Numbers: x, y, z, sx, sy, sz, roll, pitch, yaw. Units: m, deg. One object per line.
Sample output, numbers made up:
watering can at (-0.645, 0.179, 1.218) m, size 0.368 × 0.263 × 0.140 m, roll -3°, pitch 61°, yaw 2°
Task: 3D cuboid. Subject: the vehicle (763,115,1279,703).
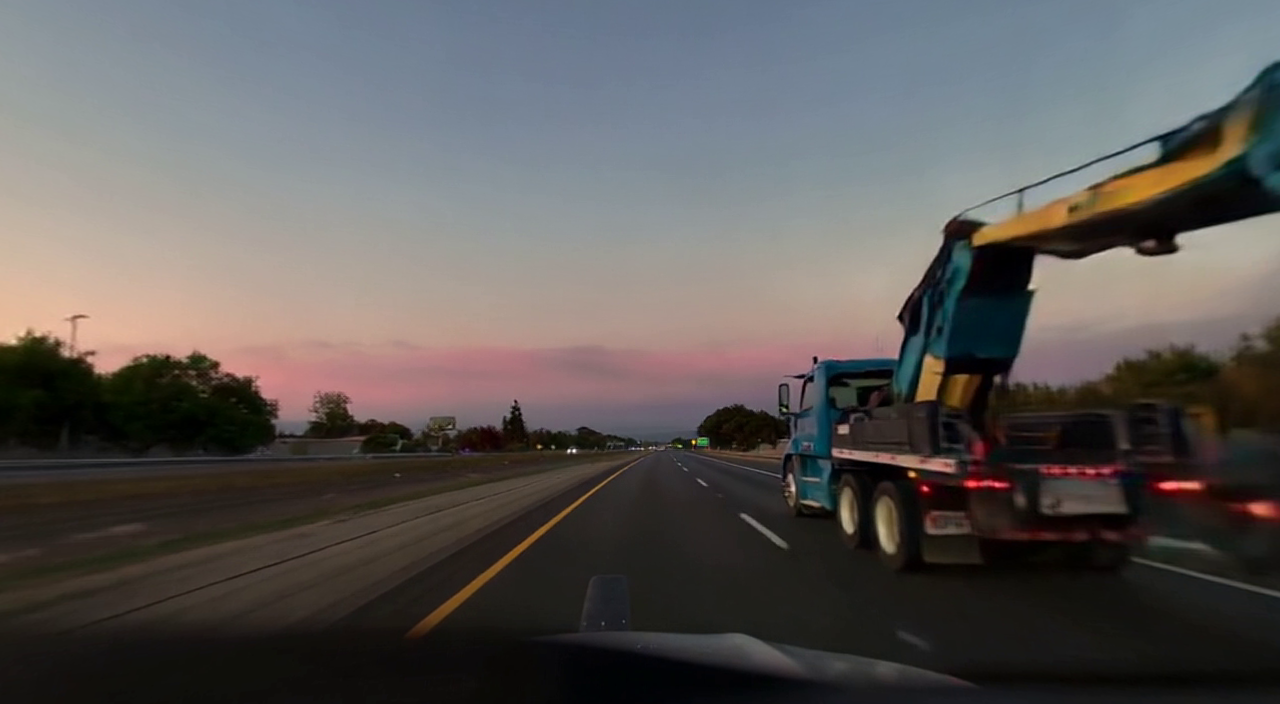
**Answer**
vehicle at (3.978, 0.957, 7.447) m, size 3.342 × 2.931 × 9.266 m, roll 0°, pitch -8°, yaw 1°
